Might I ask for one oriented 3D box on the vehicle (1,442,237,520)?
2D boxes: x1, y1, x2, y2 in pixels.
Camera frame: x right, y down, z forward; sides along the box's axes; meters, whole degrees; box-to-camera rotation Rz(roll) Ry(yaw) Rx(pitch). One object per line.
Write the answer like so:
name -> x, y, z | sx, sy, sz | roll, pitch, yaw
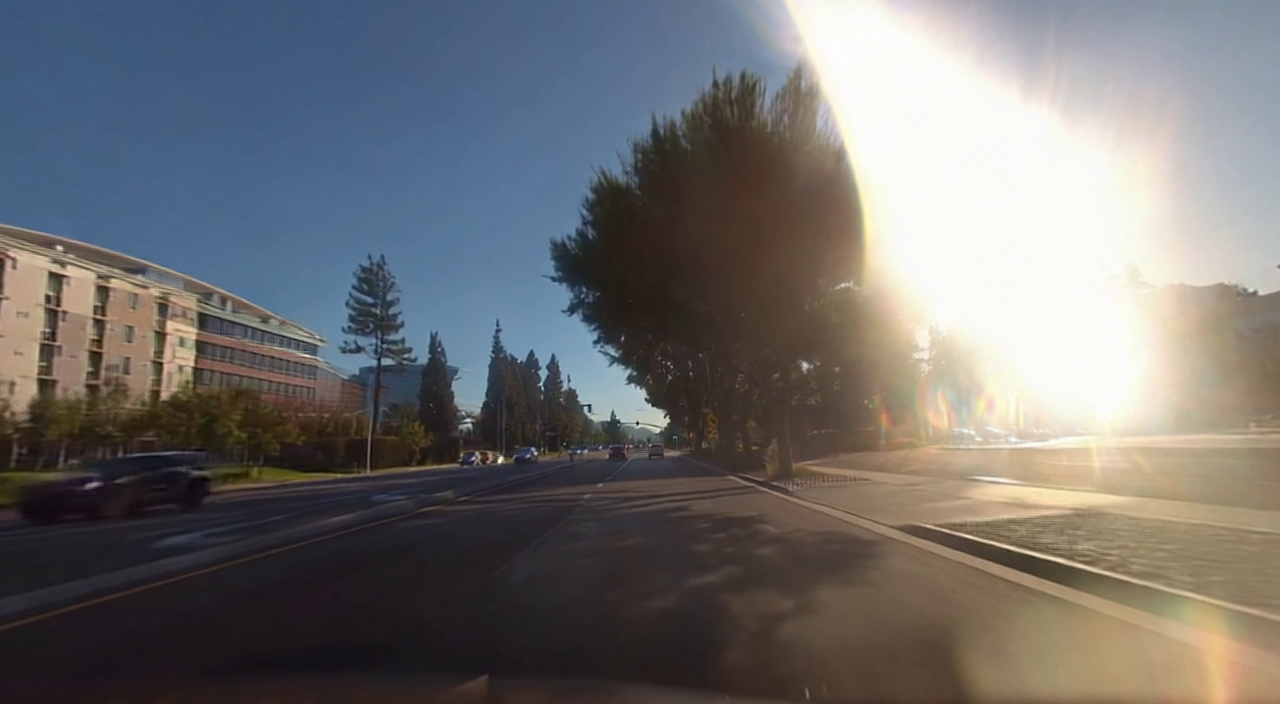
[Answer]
vehicle -> -13.486, 3.311, 16.798 | 2.145, 1.754, 4.777 | 0, -8, 1
